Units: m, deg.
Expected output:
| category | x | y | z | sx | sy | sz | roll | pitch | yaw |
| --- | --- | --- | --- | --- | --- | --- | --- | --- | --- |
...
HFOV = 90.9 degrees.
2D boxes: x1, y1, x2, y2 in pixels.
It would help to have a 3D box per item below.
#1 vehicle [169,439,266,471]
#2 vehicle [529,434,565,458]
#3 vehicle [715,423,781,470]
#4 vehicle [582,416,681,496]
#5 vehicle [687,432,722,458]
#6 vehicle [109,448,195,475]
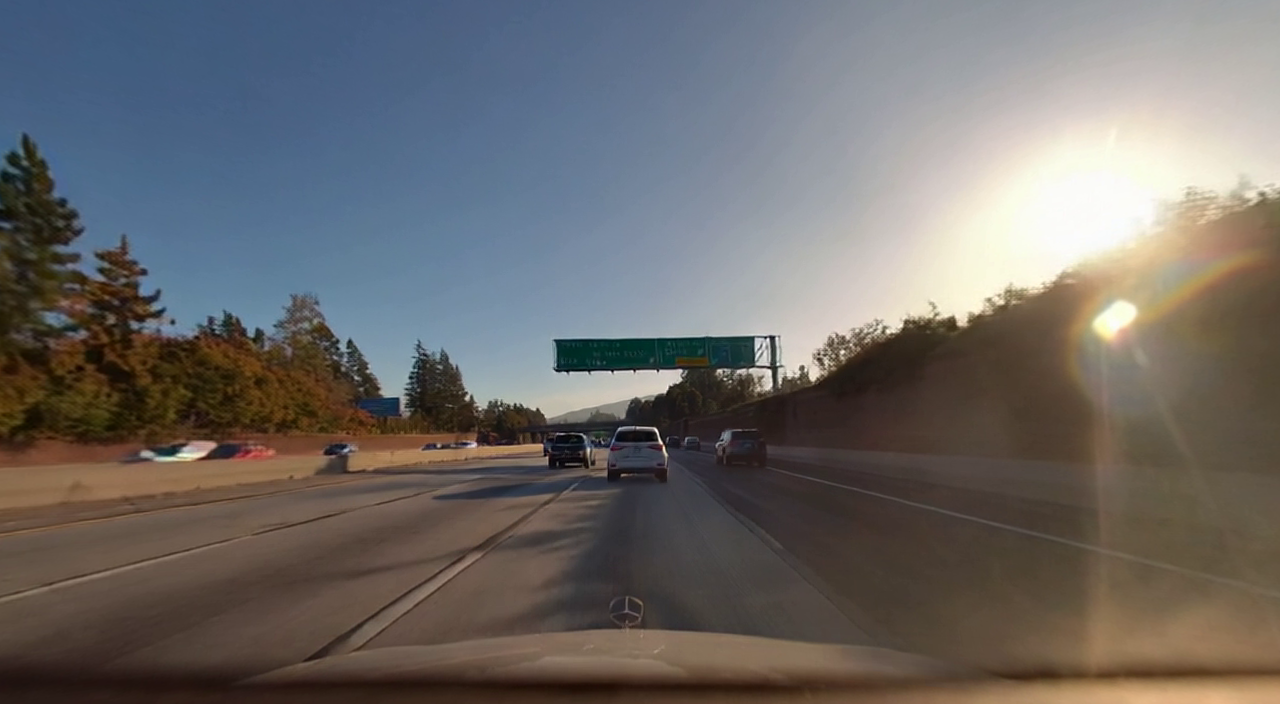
| category | x | y | z | sx | sy | sz | roll | pitch | yaw |
| --- | --- | --- | --- | --- | --- | --- | --- | --- | --- |
| vehicle | -21.647 | 5.294 | 32.563 | 1.969 | 1.521 | 4.405 | 0 | -9 | 0 |
| vehicle | -6.990 | 7.117 | 47.854 | 2.024 | 1.706 | 4.249 | 0 | -9 | 1 |
| vehicle | 4.569 | 4.089 | 27.259 | 2.017 | 1.847 | 4.299 | 0 | -9 | -1 |
| vehicle | -0.198 | 2.683 | 16.543 | 2.233 | 1.804 | 4.273 | 0 | -9 | 0 |
| vehicle | 4.350 | 6.332 | 43.045 | 2.001 | 1.651 | 3.916 | 0 | -9 | 0 |
| vehicle | -28.693 | 6.415 | 37.226 | 1.721 | 1.416 | 4.208 | 0 | -8 | 0 |
